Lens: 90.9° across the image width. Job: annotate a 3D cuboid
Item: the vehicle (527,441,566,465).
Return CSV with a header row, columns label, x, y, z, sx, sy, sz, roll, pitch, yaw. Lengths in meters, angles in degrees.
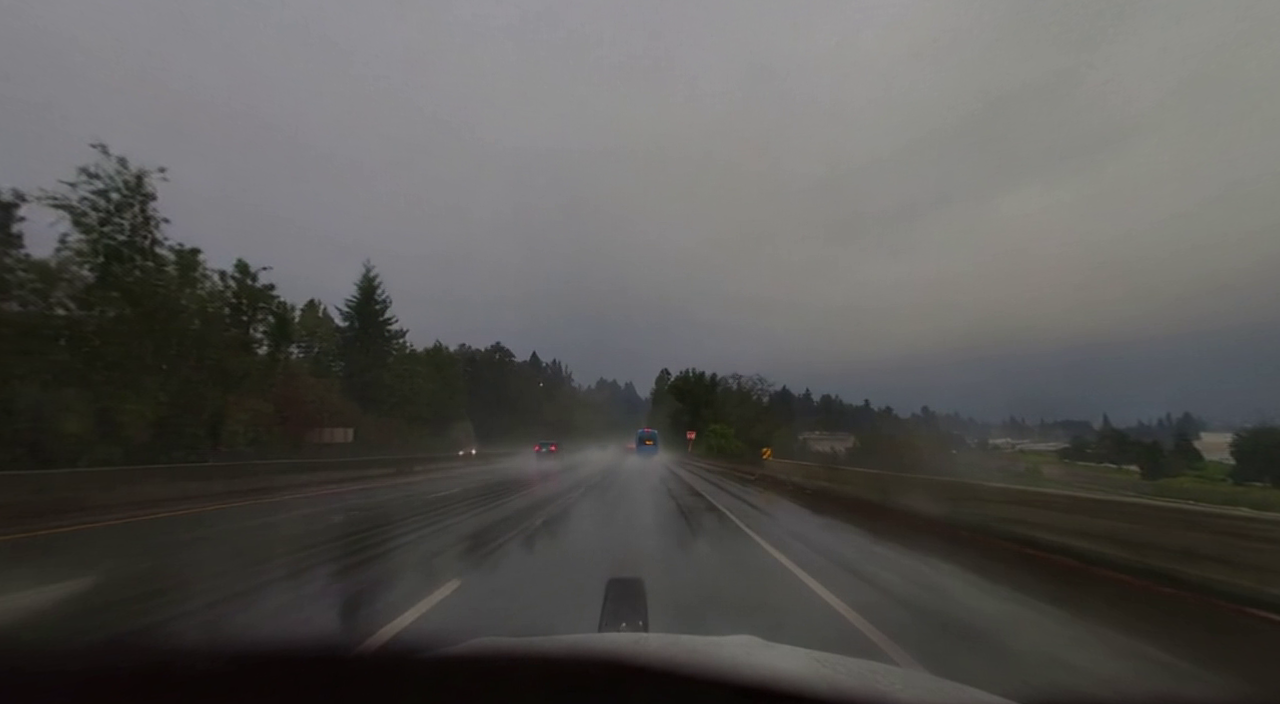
label,x,y,z,sx,sy,sz,roll,pitch,yaw
vehicle,-6.835,7.452,46.596,2.080,1.674,4.660,0,-8,2
